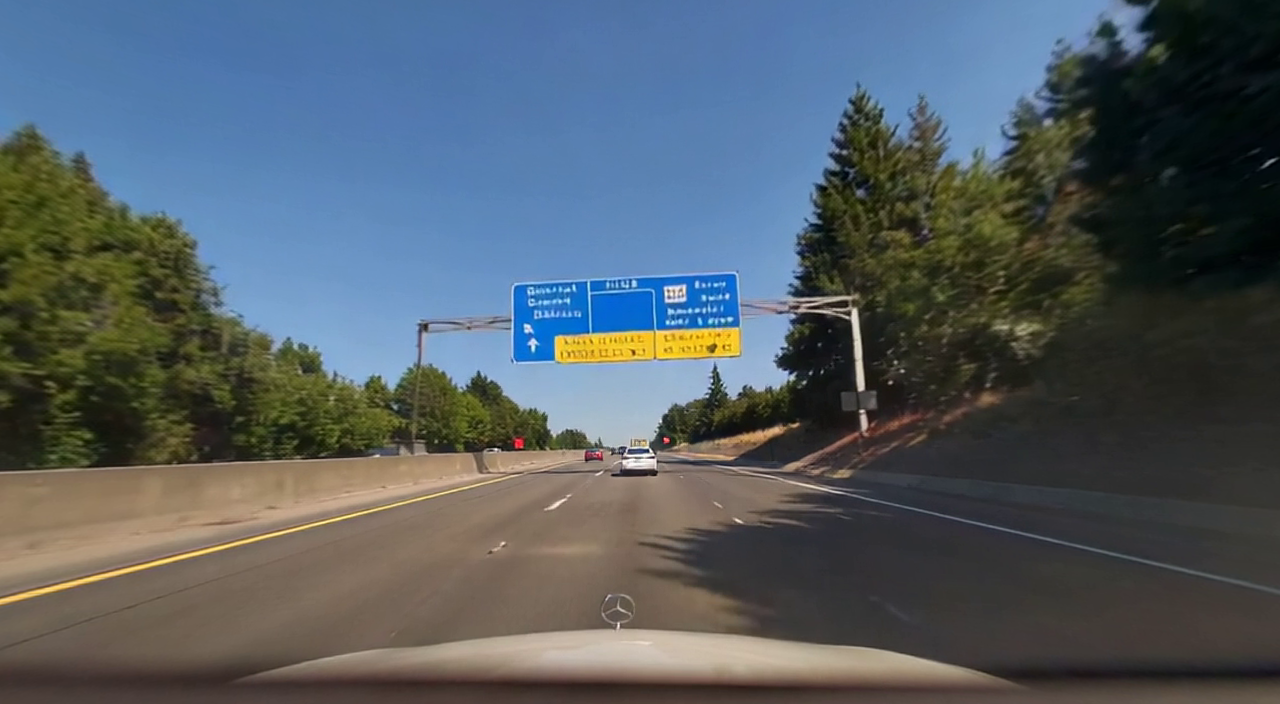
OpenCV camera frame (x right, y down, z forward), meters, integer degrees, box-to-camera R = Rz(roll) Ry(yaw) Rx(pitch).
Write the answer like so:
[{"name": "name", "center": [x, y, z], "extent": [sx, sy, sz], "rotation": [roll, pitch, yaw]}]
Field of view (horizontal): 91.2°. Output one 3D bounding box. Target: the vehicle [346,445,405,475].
[{"name": "vehicle", "center": [-16.850, 6.869, 40.112], "extent": [1.936, 1.768, 4.216], "rotation": [-1, -9, 0]}]

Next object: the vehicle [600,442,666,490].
[{"name": "vehicle", "center": [-0.258, 3.899, 21.798], "extent": [2.066, 1.490, 3.759], "rotation": [0, -9, -1]}]
